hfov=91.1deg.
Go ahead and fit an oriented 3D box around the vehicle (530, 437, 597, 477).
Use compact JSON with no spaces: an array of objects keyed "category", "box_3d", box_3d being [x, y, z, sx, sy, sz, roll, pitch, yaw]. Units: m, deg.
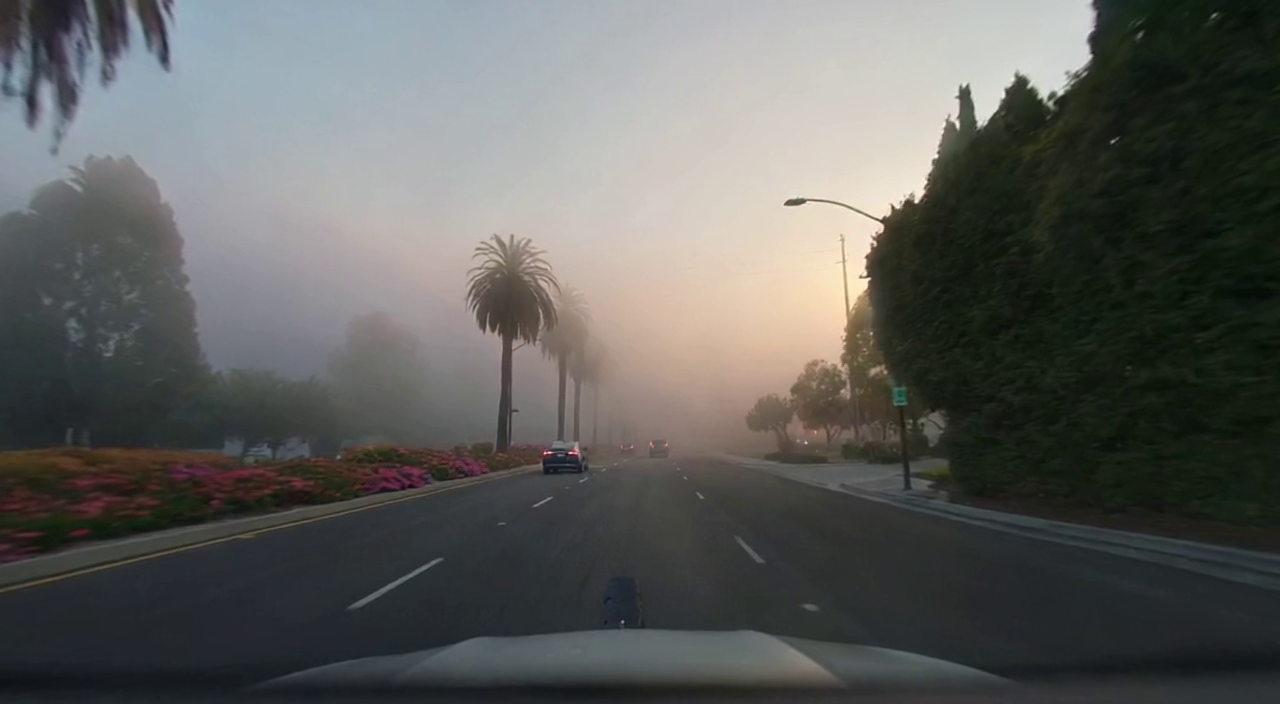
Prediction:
[{"category":"vehicle","box_3d":[-3.015,4.280,25.759,2.036,1.478,4.508,0,-8,2]}]
